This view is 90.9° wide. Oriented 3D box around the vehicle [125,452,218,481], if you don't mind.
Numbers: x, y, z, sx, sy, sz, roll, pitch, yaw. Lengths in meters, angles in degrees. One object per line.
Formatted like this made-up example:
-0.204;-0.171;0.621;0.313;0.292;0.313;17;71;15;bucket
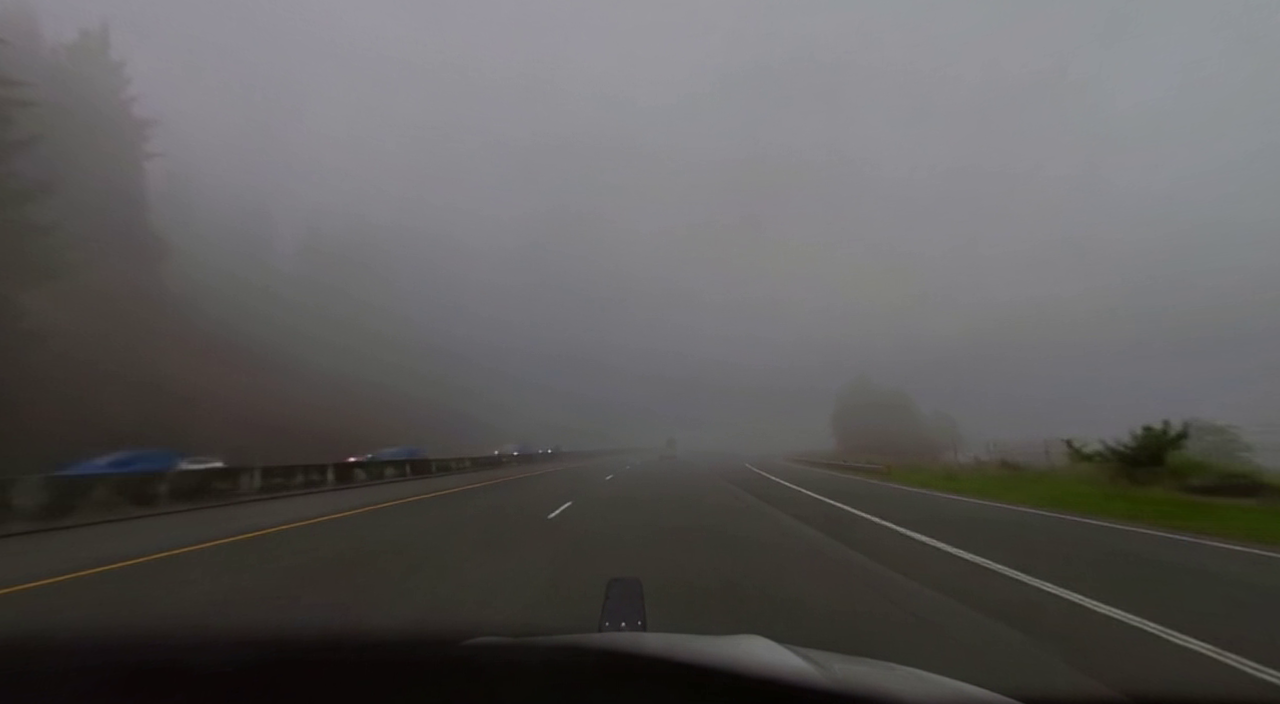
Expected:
-26.131;6.364;35.353;1.866;1.524;4.296;0;-9;0;vehicle

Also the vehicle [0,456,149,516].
-17.394;3.831;18.569;1.920;1.477;4.708;0;-9;2;vehicle

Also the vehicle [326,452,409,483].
-13.472;5.709;31.420;2.097;1.445;4.213;0;-9;2;vehicle
